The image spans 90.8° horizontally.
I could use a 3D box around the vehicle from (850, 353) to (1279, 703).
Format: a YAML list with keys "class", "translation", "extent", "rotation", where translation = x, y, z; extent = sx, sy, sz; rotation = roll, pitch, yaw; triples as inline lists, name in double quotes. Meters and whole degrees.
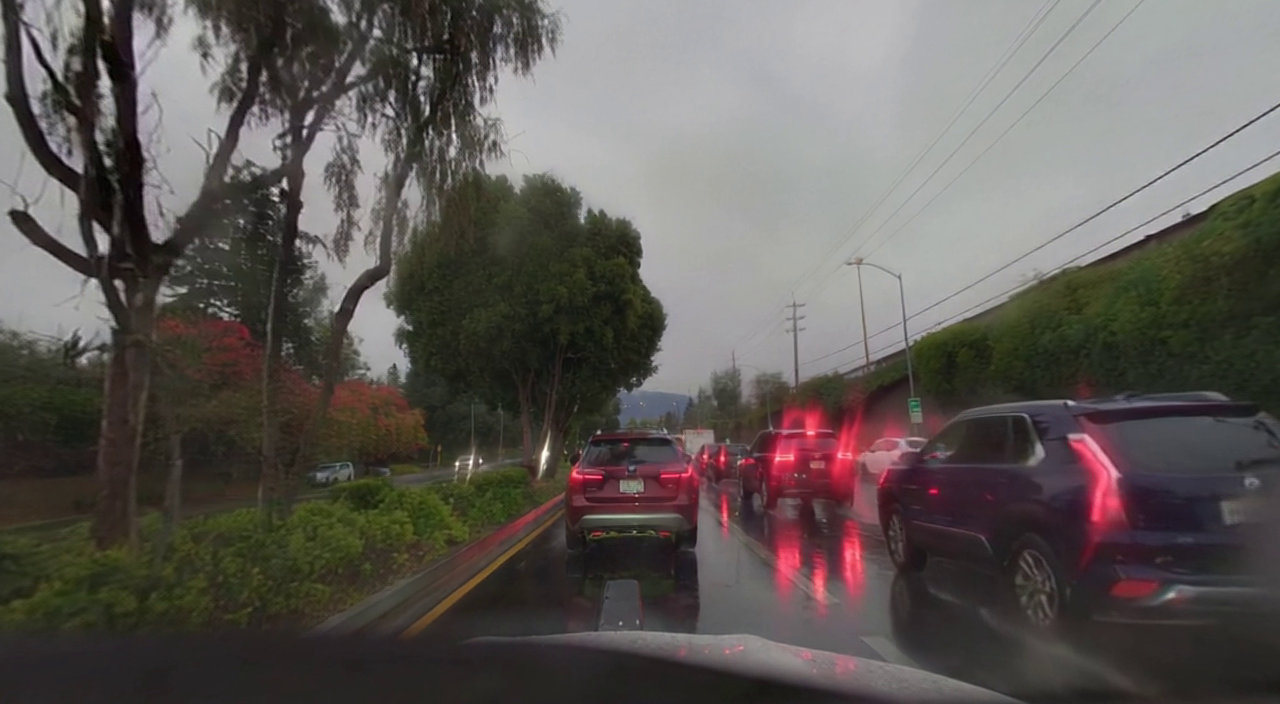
- class: "vehicle"
  translation: [3.507, 1.162, 5.285]
  extent: [2.001, 1.707, 4.250]
  rotation: [0, -8, 0]

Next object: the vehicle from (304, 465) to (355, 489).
- class: "vehicle"
  translation: [-22.878, 9.198, 46.691]
  extent: [1.847, 1.554, 3.926]
  rotation: [0, -8, -1]

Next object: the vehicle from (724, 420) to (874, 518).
- class: "vehicle"
  translation: [3.297, 2.548, 14.227]
  extent: [2.097, 1.818, 4.625]
  rotation: [0, -8, -1]

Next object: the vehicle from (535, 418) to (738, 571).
- class: "vehicle"
  translation: [-0.073, 1.865, 9.065]
  extent: [2.199, 1.641, 4.232]
  rotation: [0, -8, -1]
